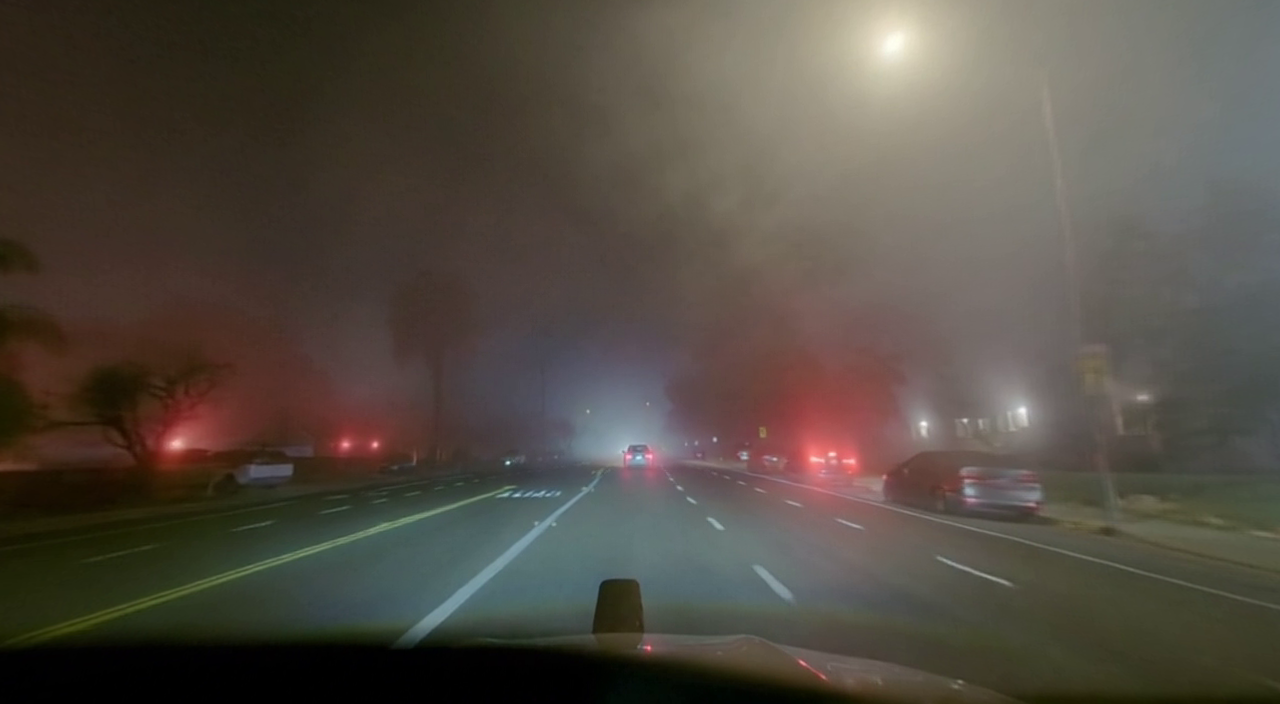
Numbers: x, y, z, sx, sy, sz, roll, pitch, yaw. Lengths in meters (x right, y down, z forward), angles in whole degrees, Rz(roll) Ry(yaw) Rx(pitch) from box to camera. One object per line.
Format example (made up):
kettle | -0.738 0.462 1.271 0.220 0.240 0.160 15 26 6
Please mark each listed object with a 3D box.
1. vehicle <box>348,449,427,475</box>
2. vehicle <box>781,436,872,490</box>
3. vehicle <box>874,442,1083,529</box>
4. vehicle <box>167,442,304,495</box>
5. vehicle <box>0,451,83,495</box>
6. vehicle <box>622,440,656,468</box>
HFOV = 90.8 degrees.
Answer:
vehicle | -17.720 7.696 44.408 4.683 1.686 1.950 -1 -8 2
vehicle | 6.993 4.191 24.383 2.035 1.822 5.449 -1 -8 2
vehicle | 6.841 2.697 13.534 1.947 1.505 4.759 -1 -8 2
vehicle | -16.782 4.810 26.639 2.185 1.993 5.054 -1 -8 4
vehicle | -25.890 5.145 26.822 1.914 1.662 3.657 0 -11 -18
vehicle | -0.103 7.122 44.311 2.248 1.833 4.798 0 -8 -1
